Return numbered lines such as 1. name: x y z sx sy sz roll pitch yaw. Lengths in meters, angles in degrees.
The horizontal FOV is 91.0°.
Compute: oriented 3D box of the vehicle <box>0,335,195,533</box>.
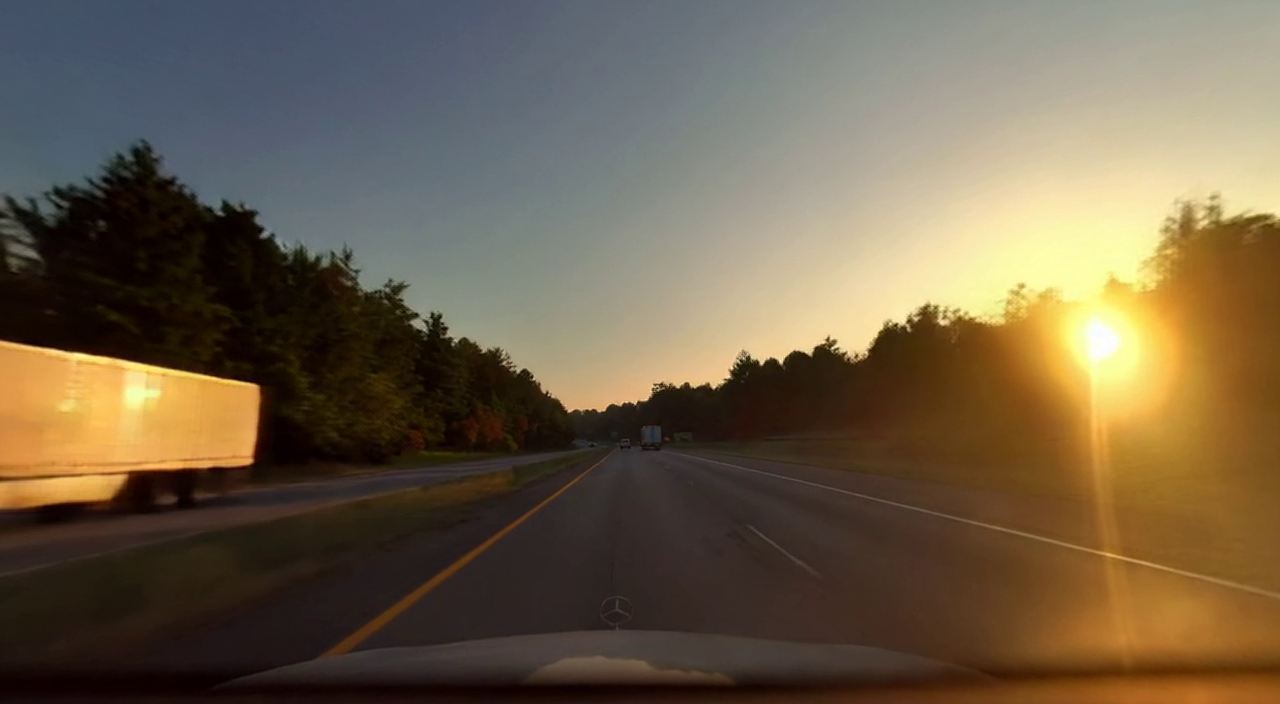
1. vehicle: -13.714 1.389 10.679 2.908 3.776 13.054 0 -8 0
